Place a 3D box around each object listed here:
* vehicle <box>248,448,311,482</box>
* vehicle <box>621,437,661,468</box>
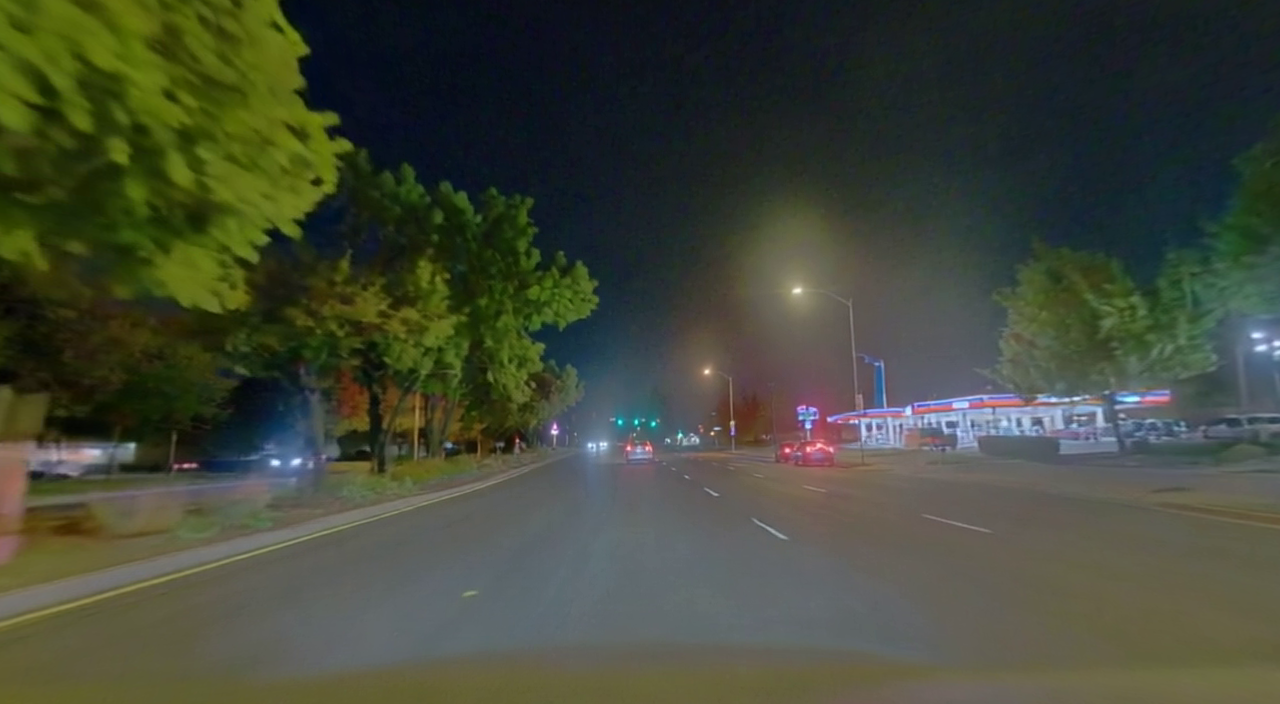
[{"bbox_3d":[-19.748,6.141,34.655,1.909,1.720,4.390,2,-9,-16],"label":"vehicle"},{"bbox_3d":[0.031,5.951,37.403,2.213,1.715,4.242,0,-8,-1],"label":"vehicle"}]
